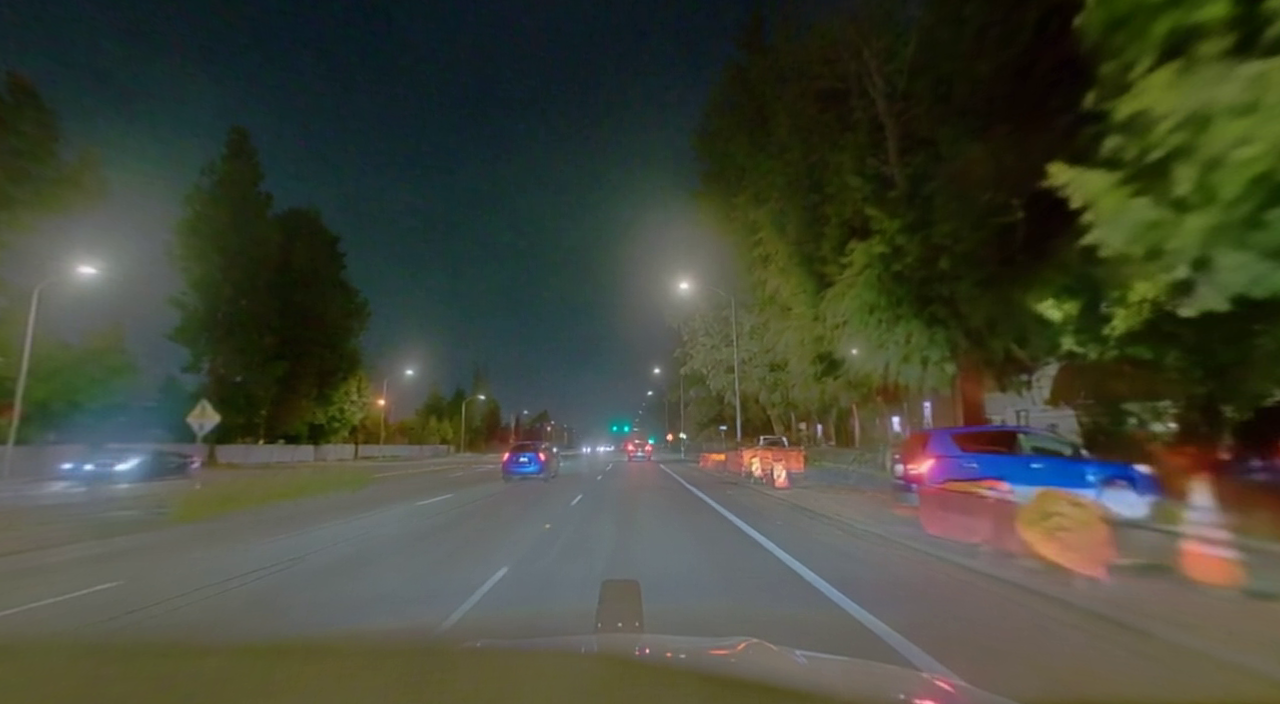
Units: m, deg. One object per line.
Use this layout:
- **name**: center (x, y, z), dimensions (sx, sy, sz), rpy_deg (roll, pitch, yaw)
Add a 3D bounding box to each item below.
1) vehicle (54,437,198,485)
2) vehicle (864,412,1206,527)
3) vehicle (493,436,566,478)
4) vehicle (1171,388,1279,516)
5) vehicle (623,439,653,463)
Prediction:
- **vehicle**: center (-20.804, 4.407, 25.788), dimensions (2.053, 1.761, 4.479), rpy_deg (0, -8, 1)
- **vehicle**: center (6.548, 1.987, 11.035), dimensions (4.447, 1.754, 2.182), rpy_deg (-1, -8, 5)
- **vehicle**: center (-4.715, 4.556, 27.672), dimensions (2.198, 1.663, 4.519), rpy_deg (0, -8, 3)
- **vehicle**: center (11.633, 1.526, 9.602), dimensions (4.936, 1.813, 2.158), rpy_deg (0, -8, 3)
- **vehicle**: center (-0.136, 7.399, 47.113), dimensions (2.135, 1.711, 4.124), rpy_deg (0, -8, 0)
